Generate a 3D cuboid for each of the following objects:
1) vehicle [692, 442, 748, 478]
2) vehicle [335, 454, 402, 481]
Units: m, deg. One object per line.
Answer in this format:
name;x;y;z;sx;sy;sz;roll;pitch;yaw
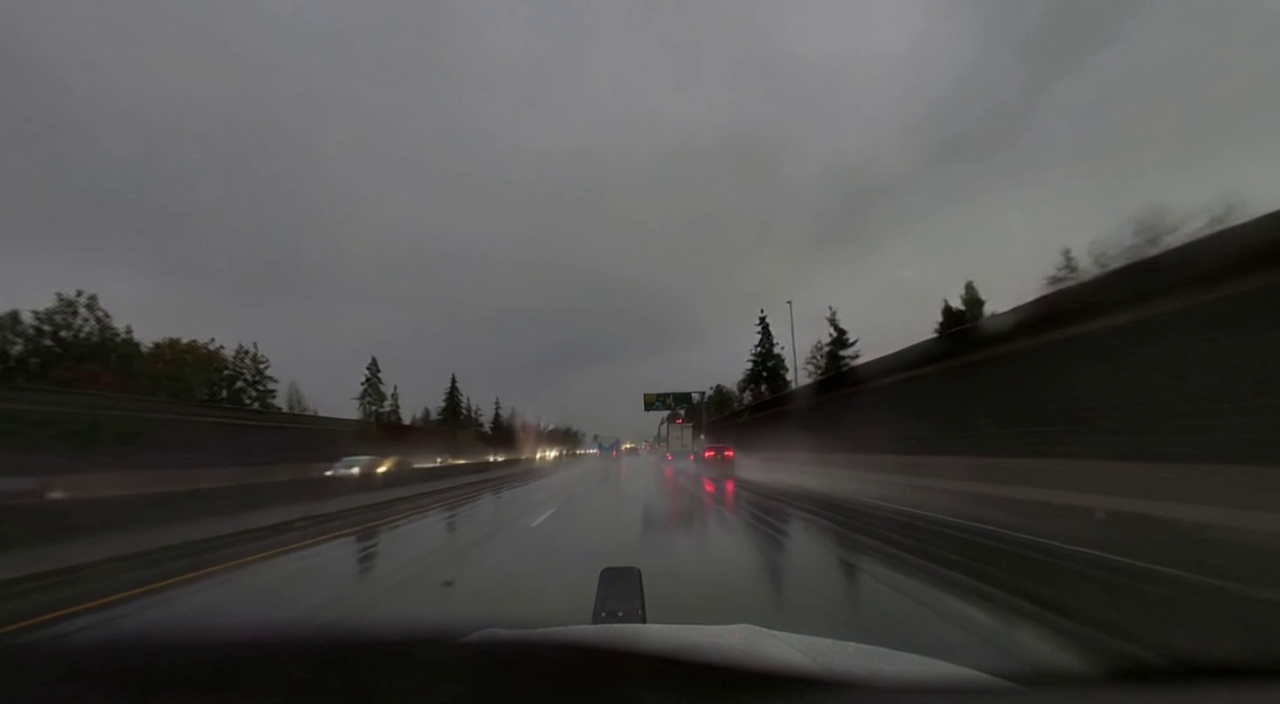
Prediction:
vehicle;3.832;5.262;30.976;2.066;1.638;4.158;0;-9;-1
vehicle;-16.246;6.899;37.977;1.963;1.432;4.455;-1;-9;1
